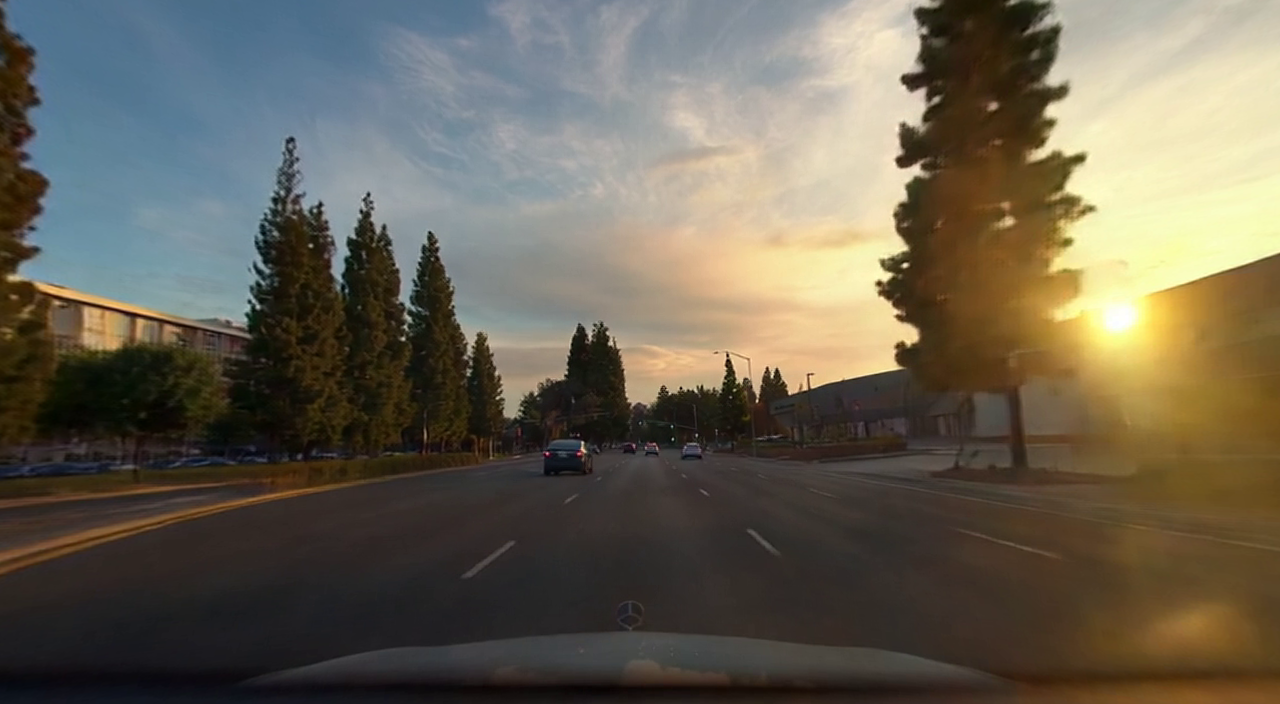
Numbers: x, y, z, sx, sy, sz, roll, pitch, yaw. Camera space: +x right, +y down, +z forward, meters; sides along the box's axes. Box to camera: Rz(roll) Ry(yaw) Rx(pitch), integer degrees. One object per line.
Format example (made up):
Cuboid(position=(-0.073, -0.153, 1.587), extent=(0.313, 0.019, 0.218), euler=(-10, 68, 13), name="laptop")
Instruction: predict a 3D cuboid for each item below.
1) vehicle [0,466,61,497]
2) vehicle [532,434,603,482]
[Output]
Cuboid(position=(-40.949, 8.410, 40.869), extent=(1.833, 1.760, 5.122), euler=(0, -8, 2), name="vehicle")
Cuboid(position=(-2.652, 4.025, 24.190), extent=(2.121, 1.656, 4.559), euler=(0, -8, 1), name="vehicle")
